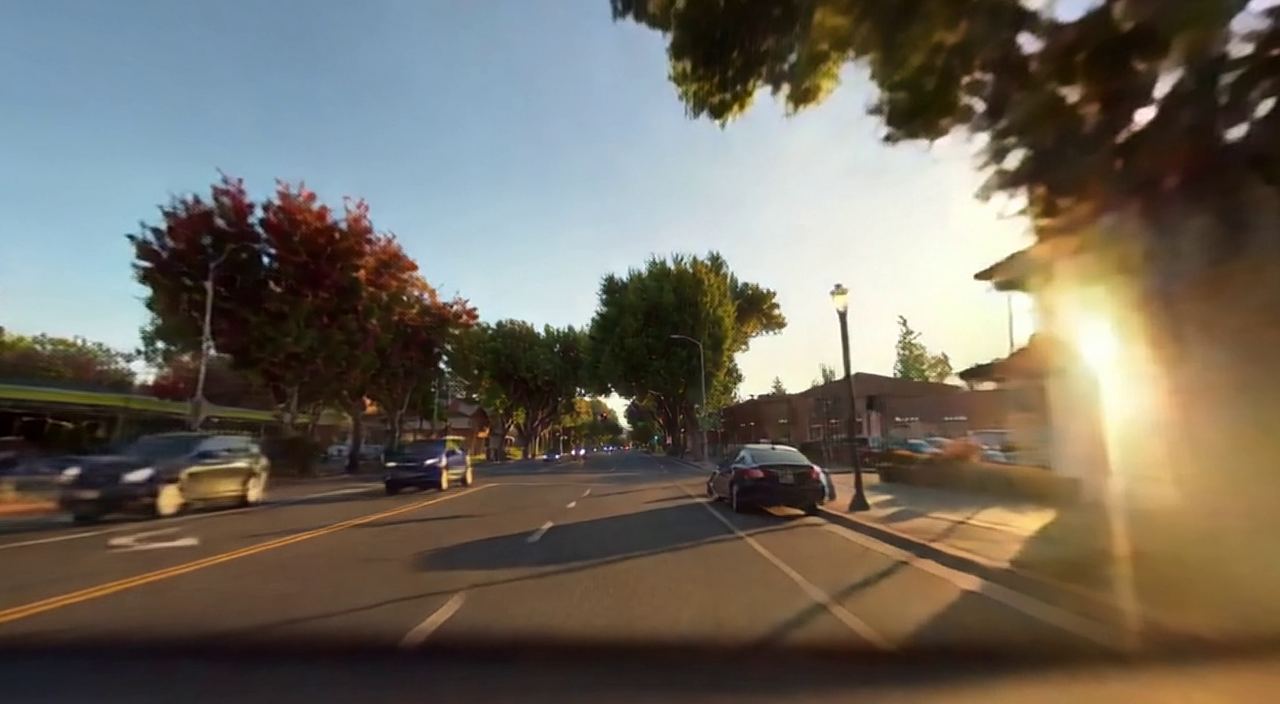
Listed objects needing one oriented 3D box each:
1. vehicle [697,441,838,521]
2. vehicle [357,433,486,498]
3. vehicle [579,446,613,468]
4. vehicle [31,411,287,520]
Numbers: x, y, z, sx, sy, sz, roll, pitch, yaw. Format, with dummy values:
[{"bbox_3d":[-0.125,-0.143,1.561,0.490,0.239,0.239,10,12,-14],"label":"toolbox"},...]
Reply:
[{"bbox_3d":[2.633,2.820,14.347,2.034,1.491,4.618,1,-9,-3],"label":"vehicle"},{"bbox_3d":[-6.774,3.585,20.368,2.371,1.800,4.987,0,-9,0],"label":"vehicle"},{"bbox_3d":[-3.143,7.660,46.140,2.122,1.469,4.388,0,-9,0],"label":"vehicle"},{"bbox_3d":[-10.399,2.498,14.302,2.088,2.031,4.616,0,-9,0],"label":"vehicle"}]
